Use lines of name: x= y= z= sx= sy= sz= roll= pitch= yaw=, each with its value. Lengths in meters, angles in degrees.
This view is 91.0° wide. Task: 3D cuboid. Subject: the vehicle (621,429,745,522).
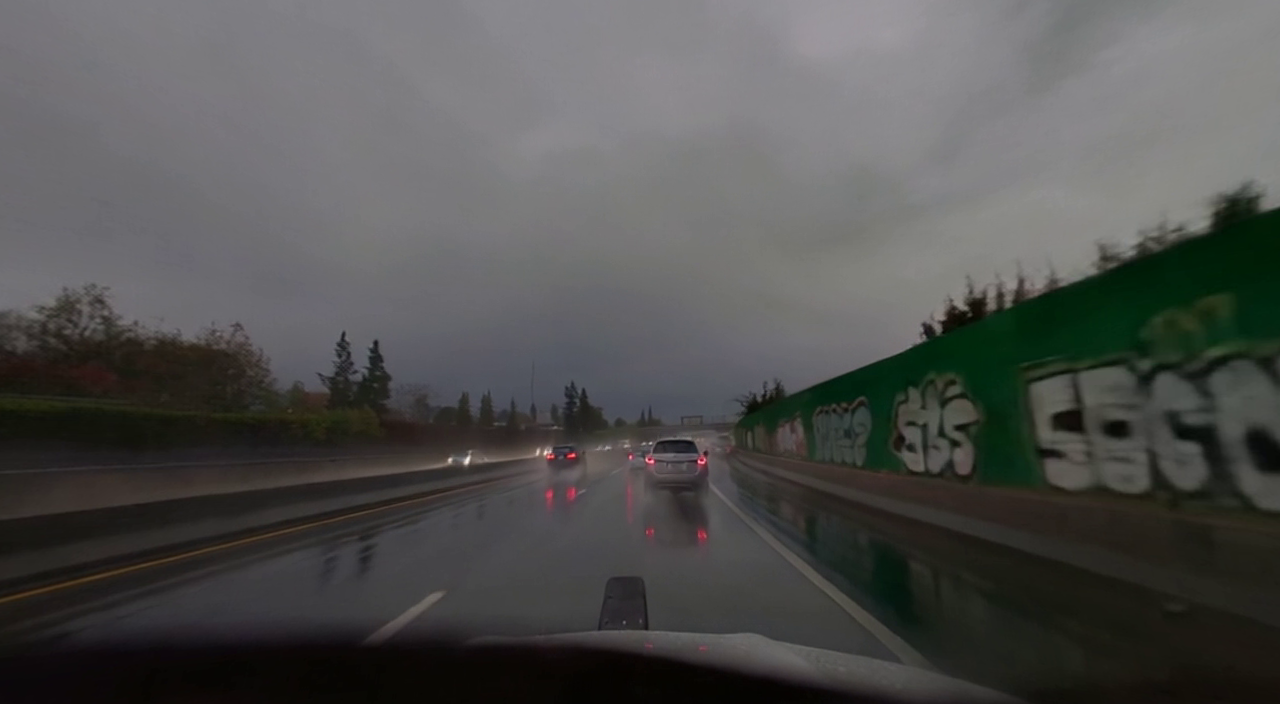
vehicle: x=0.762 y=2.346 z=12.501 sx=2.077 sy=1.533 sz=3.854 roll=0 pitch=-8 yaw=1

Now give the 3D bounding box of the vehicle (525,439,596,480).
vehicle: x=-3.007 y=4.194 z=24.856 sx=2.059 sy=1.471 sz=4.152 roll=0 pitch=-8 yaw=3
